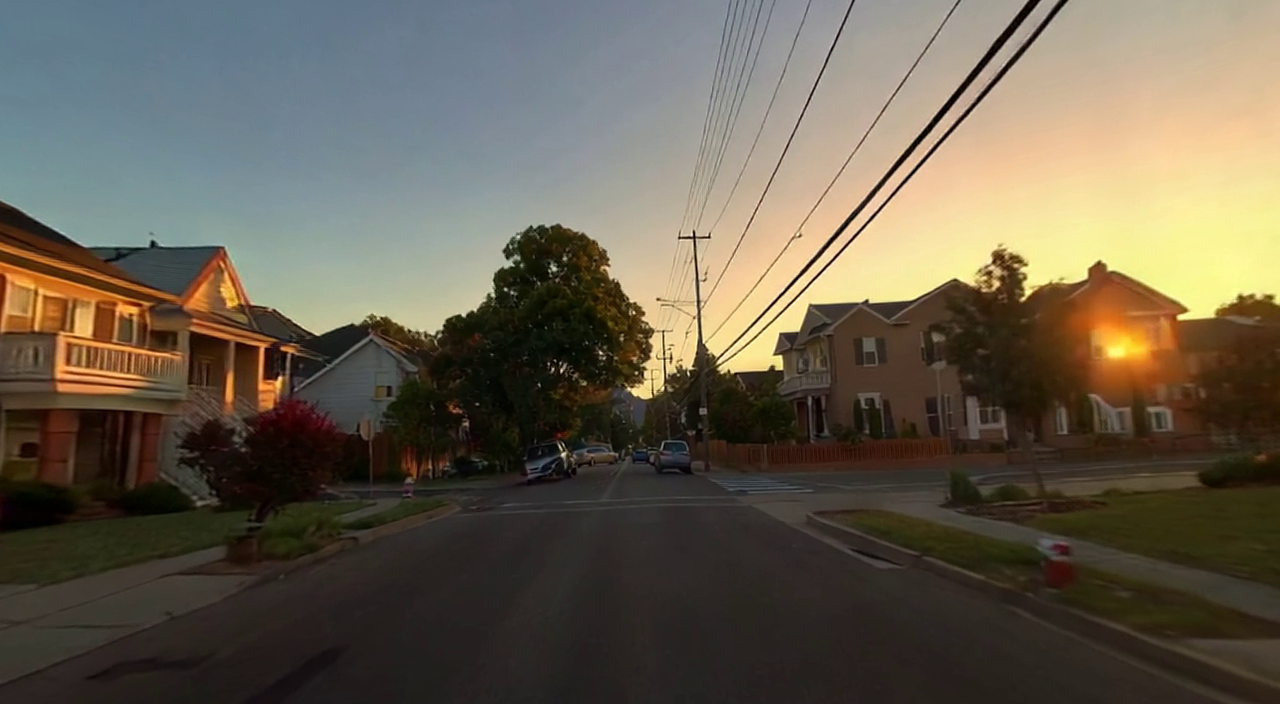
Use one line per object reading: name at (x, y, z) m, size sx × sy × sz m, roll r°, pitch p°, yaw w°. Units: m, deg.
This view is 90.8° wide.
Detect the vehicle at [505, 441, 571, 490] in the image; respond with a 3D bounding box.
vehicle at (-4.200, 4.719, 26.685) m, size 2.082 × 1.759 × 4.541 m, roll -2°, pitch -8°, yaw -1°

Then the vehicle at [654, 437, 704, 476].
vehicle at (2.004, 5.567, 33.992) m, size 2.129 × 1.873 × 4.471 m, roll 0°, pitch -8°, yaw -3°
